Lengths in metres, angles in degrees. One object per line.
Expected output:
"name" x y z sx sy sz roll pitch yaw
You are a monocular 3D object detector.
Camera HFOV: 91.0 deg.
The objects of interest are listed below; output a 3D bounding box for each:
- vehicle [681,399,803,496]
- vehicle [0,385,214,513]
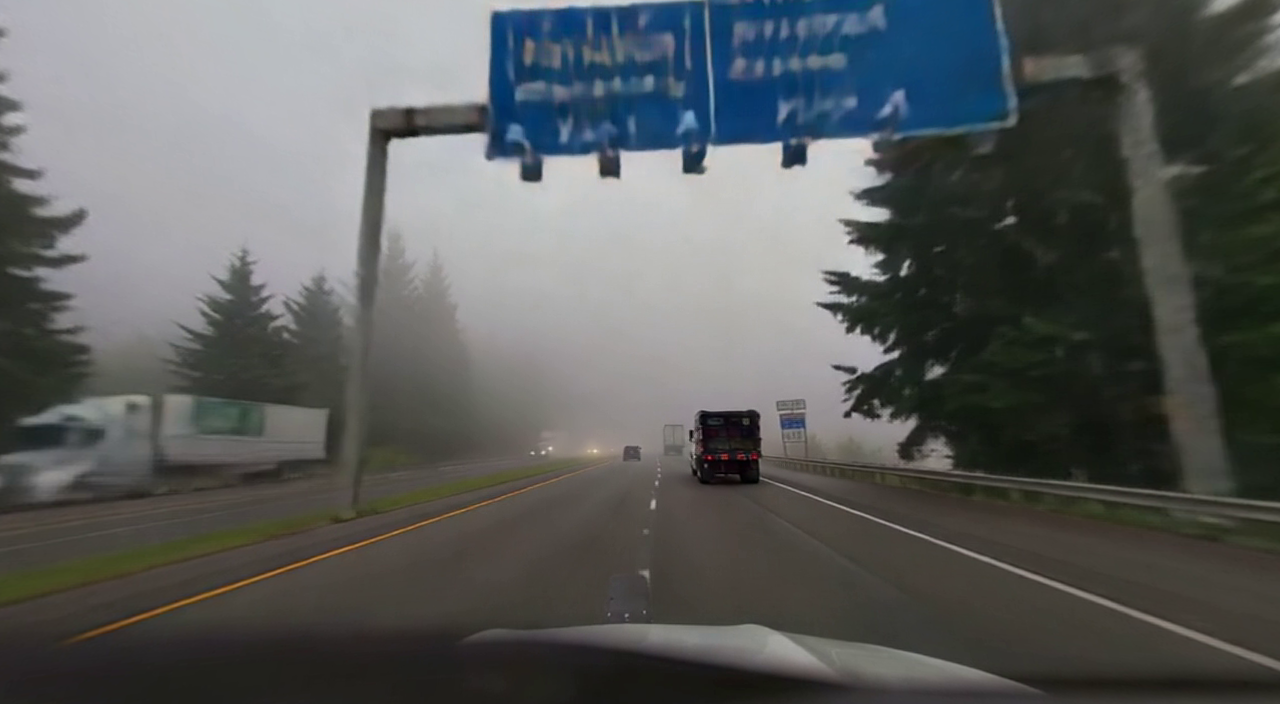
"vehicle" 2.788 2.871 19.169 2.677 2.439 6.402 0 -8 1
"vehicle" -17.496 3.091 20.420 2.867 3.506 5.874 0 -8 2
